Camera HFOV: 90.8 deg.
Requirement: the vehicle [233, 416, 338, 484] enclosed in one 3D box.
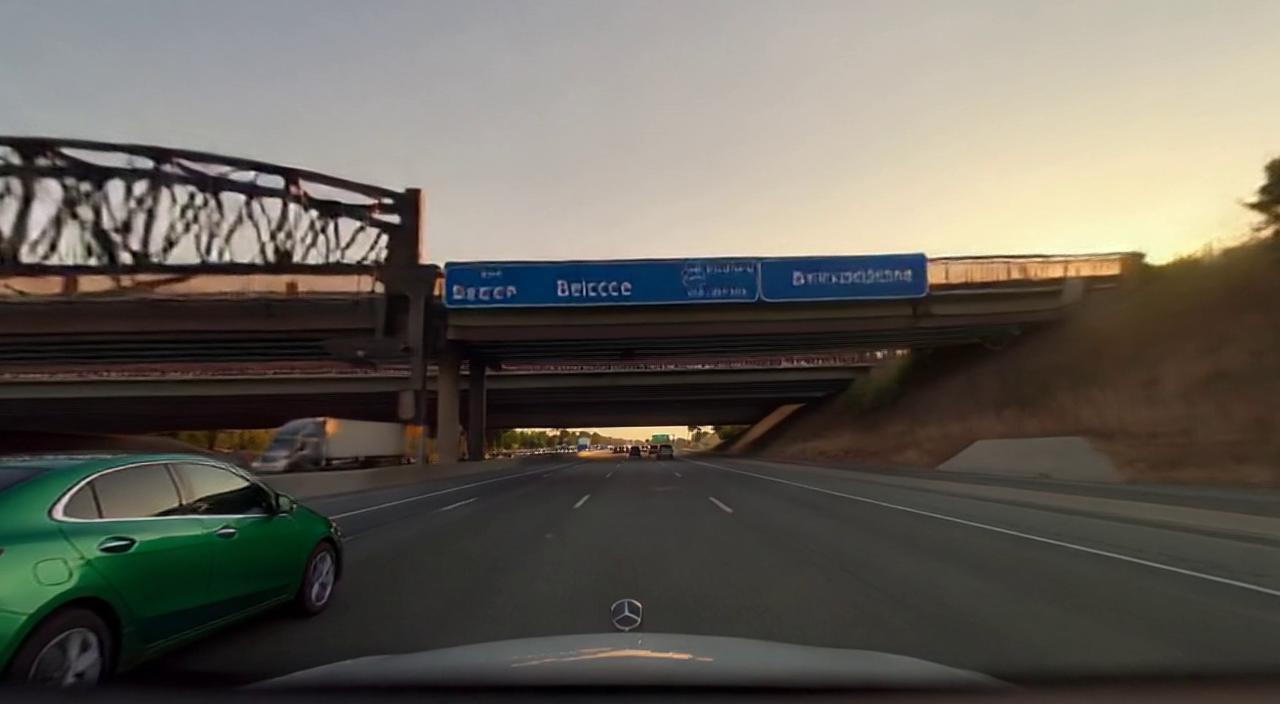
[{"bbox_3d":[-22.625,6.313,40.748,2.958,4.036,6.355,0,-9,0],"label":"vehicle"}]
